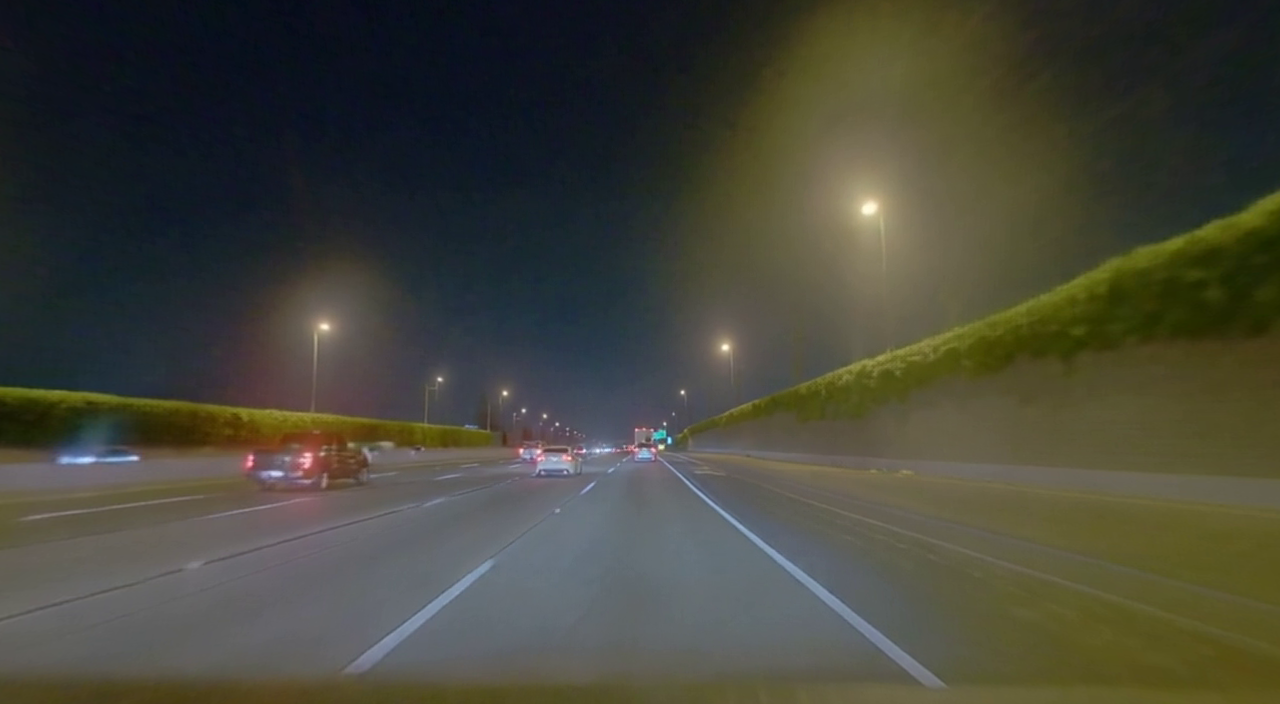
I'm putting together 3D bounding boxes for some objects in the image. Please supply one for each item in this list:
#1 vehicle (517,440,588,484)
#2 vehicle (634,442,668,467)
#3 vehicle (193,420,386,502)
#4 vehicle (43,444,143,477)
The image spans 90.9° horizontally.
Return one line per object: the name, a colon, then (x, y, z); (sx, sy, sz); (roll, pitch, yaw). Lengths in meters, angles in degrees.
vehicle: (-3.210, 4.125, 23.948); (2.056, 1.480, 4.022); (0, -9, 1)
vehicle: (0.642, 6.563, 40.670); (2.073, 1.480, 4.343); (0, -9, 0)
vehicle: (-9.940, 3.154, 18.724); (2.339, 2.018, 5.790); (0, -8, 1)
vehicle: (-25.467, 5.056, 29.513); (1.534, 1.418, 3.461); (-1, -9, 1)
